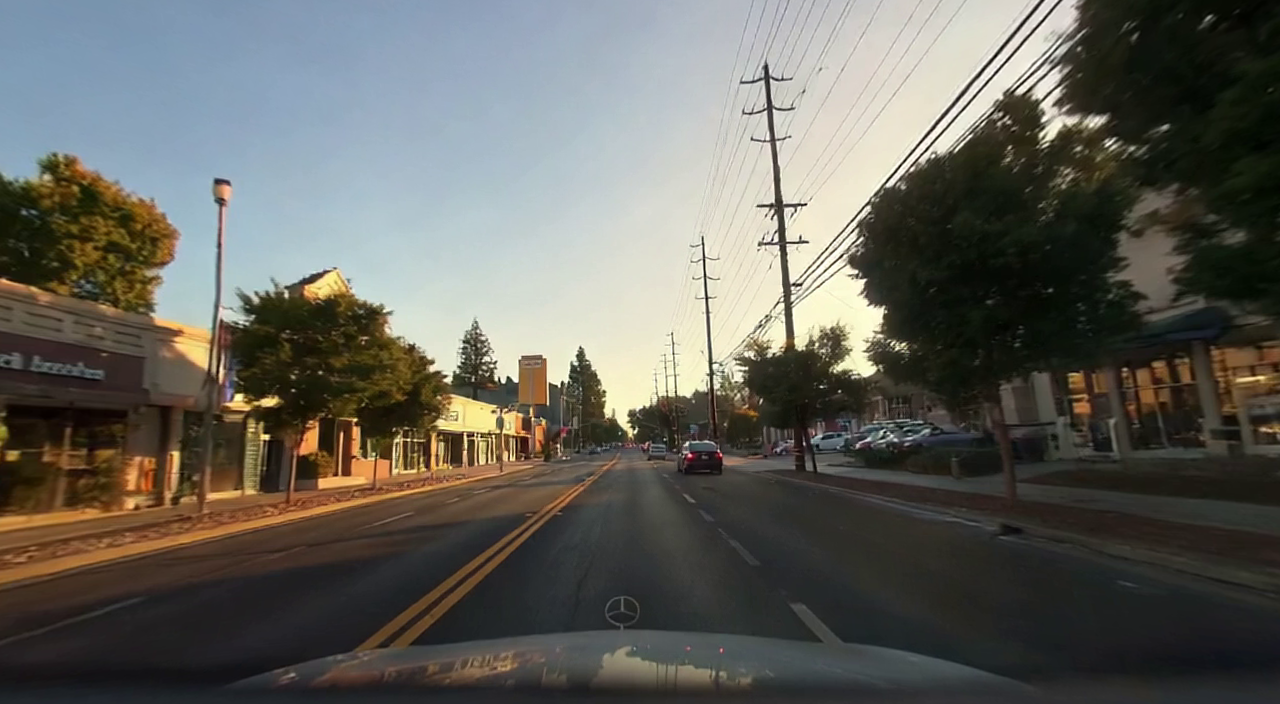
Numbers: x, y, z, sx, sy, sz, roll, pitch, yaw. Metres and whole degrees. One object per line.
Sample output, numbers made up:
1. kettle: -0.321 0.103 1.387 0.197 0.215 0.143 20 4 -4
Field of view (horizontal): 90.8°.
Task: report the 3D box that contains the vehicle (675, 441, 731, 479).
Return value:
1. vehicle: 2.599 4.537 26.818 1.975 1.497 3.647 0 -9 0
